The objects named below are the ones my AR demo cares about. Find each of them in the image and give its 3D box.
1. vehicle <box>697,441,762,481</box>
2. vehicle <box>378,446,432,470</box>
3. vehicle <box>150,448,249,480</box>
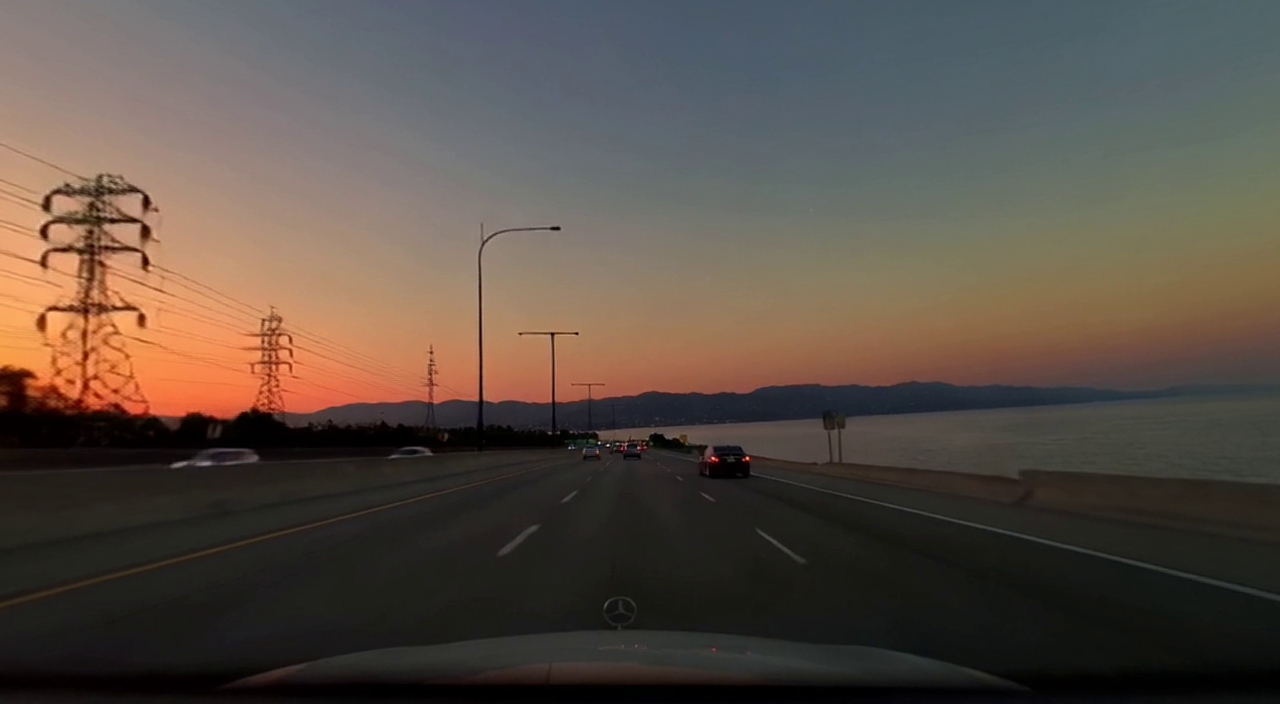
[{"bbox_3d":[3.497,4.354,25.560,1.890,1.490,4.373,0,-8,-1],"label":"vehicle"},{"bbox_3d":[-15.486,6.994,41.840,1.817,1.467,4.498,0,-8,0],"label":"vehicle"},{"bbox_3d":[-23.012,5.845,33.259,1.909,1.506,4.546,0,-8,0],"label":"vehicle"}]
